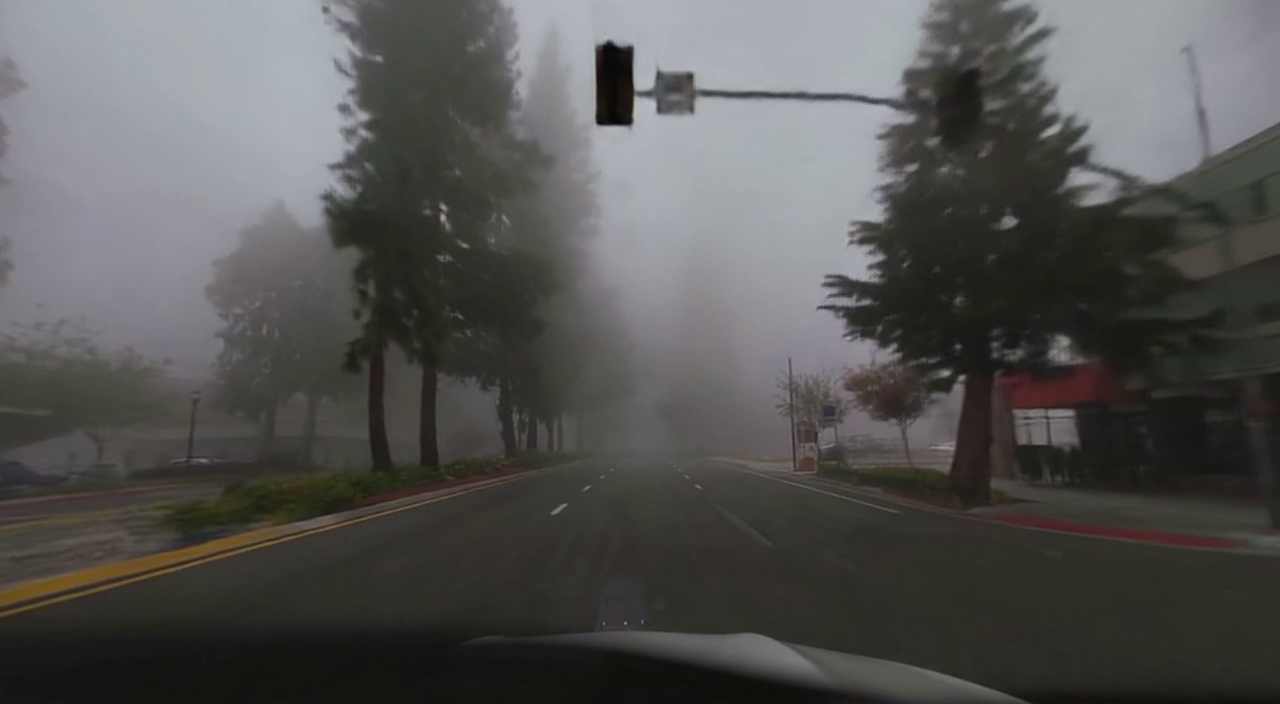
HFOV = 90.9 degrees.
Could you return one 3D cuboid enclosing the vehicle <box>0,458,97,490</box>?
[{"bbox_3d":[-32.003,6.447,33.673,1.876,1.470,4.706,0,-8,-3],"label":"vehicle"}]
